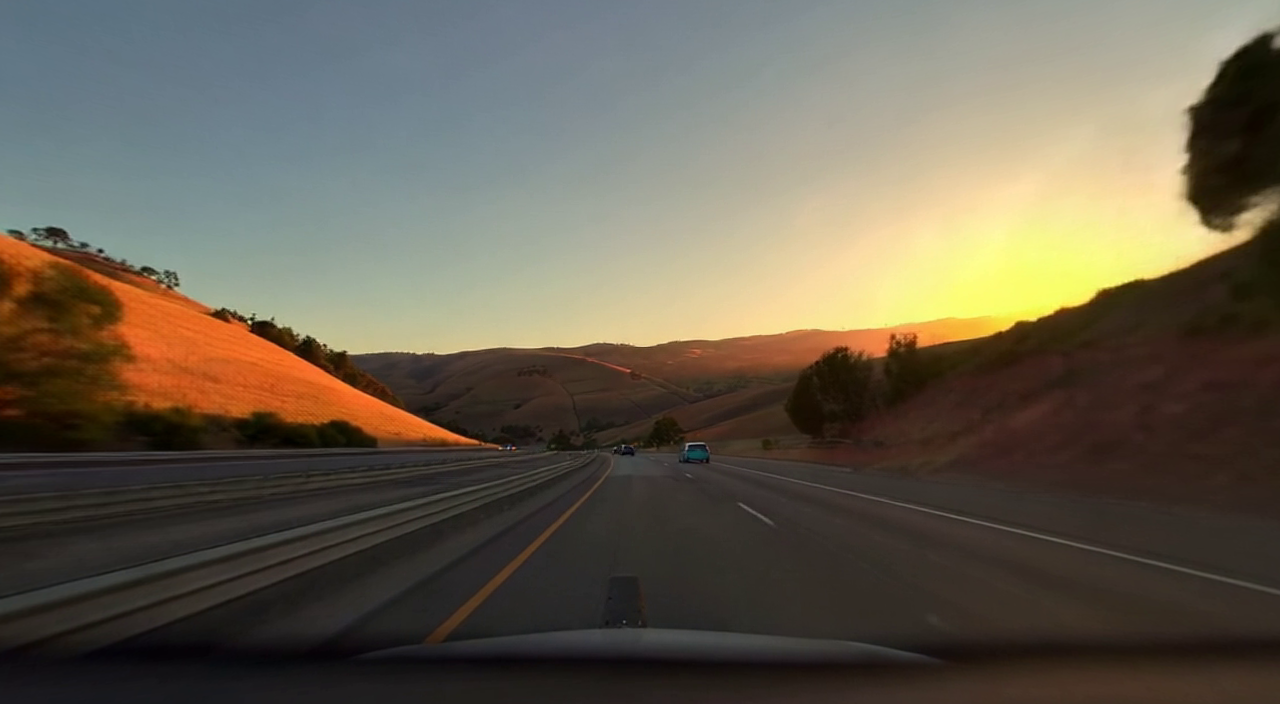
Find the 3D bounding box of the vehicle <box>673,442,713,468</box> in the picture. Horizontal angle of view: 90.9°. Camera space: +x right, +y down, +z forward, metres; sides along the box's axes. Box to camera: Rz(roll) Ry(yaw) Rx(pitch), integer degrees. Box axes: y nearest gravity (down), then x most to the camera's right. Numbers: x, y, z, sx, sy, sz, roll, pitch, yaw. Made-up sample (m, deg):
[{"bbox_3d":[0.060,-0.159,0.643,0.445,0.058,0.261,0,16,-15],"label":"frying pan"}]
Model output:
[{"bbox_3d":[3.303,6.551,40.242,1.960,1.516,4.657,0,-8,-3],"label":"vehicle"}]
